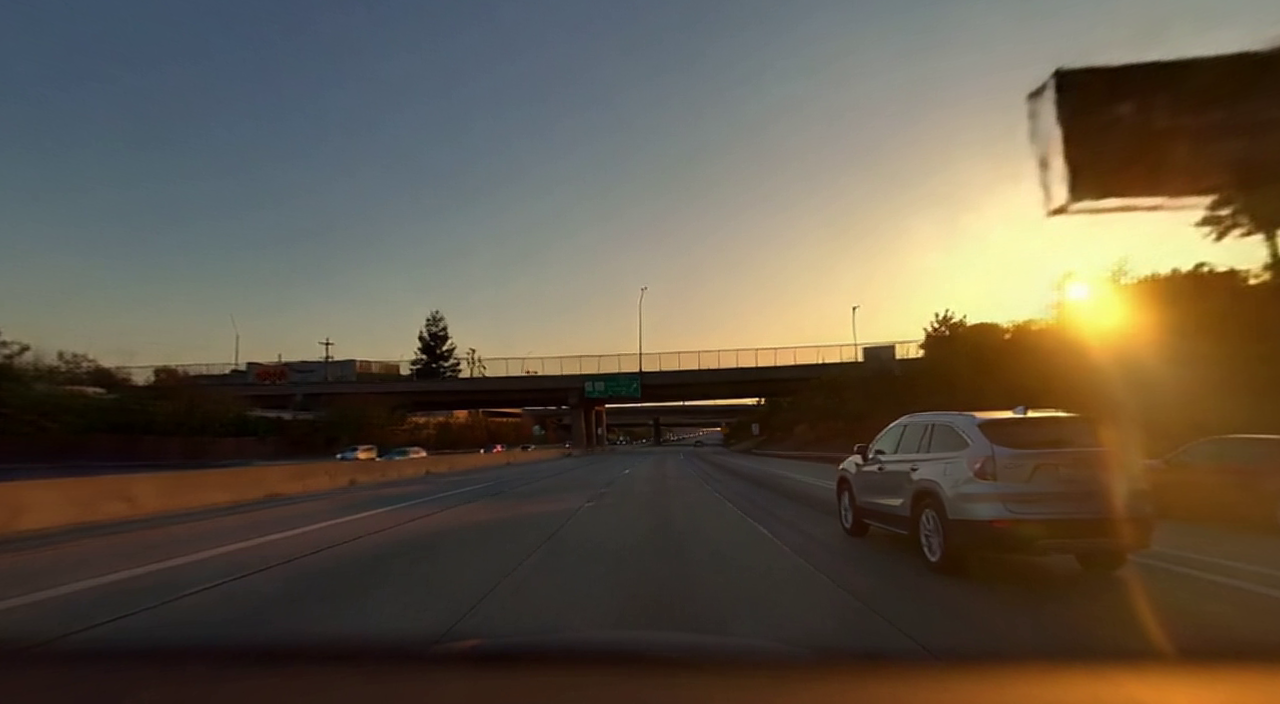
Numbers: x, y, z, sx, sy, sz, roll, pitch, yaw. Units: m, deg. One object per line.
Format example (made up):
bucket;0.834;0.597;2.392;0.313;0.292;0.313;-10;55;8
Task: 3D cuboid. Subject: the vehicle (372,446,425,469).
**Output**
vehicle;-16.569;7.243;43.435;1.806;1.484;4.367;-1;-8;2

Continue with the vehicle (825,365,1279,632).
vehicle;3.591;1.281;6.459;2.019;1.732;4.579;0;-8;1
